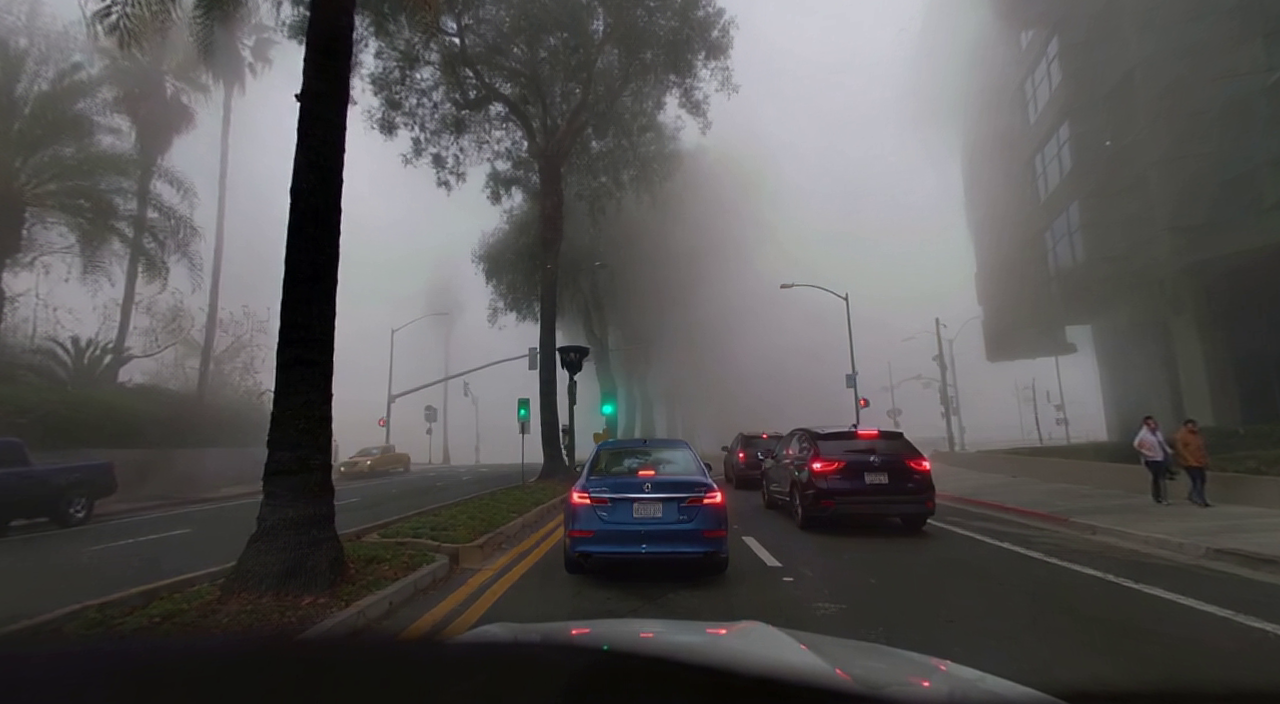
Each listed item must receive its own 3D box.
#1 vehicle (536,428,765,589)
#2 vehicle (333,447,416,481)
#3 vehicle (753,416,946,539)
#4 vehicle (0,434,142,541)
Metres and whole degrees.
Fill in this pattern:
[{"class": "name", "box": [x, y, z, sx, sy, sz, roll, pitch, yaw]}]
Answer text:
[{"class": "vehicle", "box": [0.140, 1.729, 7.823, 2.088, 1.452, 3.993, 0, -8, 1]}, {"class": "vehicle", "box": [-13.186, 5.563, 31.722, 1.965, 1.507, 4.725, -1, -8, 2]}, {"class": "vehicle", "box": [3.395, 2.124, 11.290, 2.003, 1.733, 4.319, 0, -8, 1]}, {"class": "vehicle", "box": [-13.057, 2.719, 12.288, 2.240, 1.964, 5.707, -6, -8, 0]}]
